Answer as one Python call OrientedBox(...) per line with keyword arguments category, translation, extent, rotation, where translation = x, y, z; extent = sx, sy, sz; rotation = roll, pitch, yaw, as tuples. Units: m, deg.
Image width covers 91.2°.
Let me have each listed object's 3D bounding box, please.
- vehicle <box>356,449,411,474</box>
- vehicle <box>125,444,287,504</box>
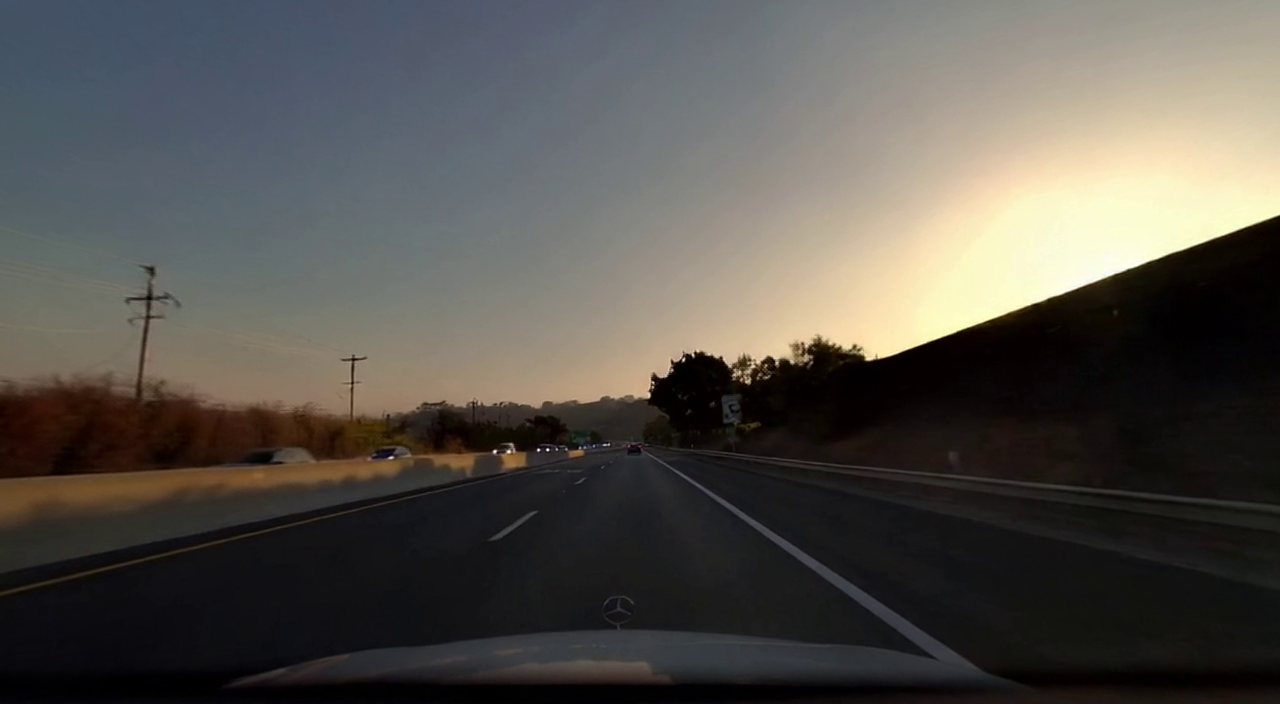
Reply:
OrientedBox(category="vehicle", translation=(-16.883, 7.216, 41.464), extent=(1.940, 1.562, 4.395), rotation=(0, -9, -3))
OrientedBox(category="vehicle", translation=(-12.764, 3.574, 18.834), extent=(1.897, 1.568, 4.209), rotation=(0, -9, -1))
